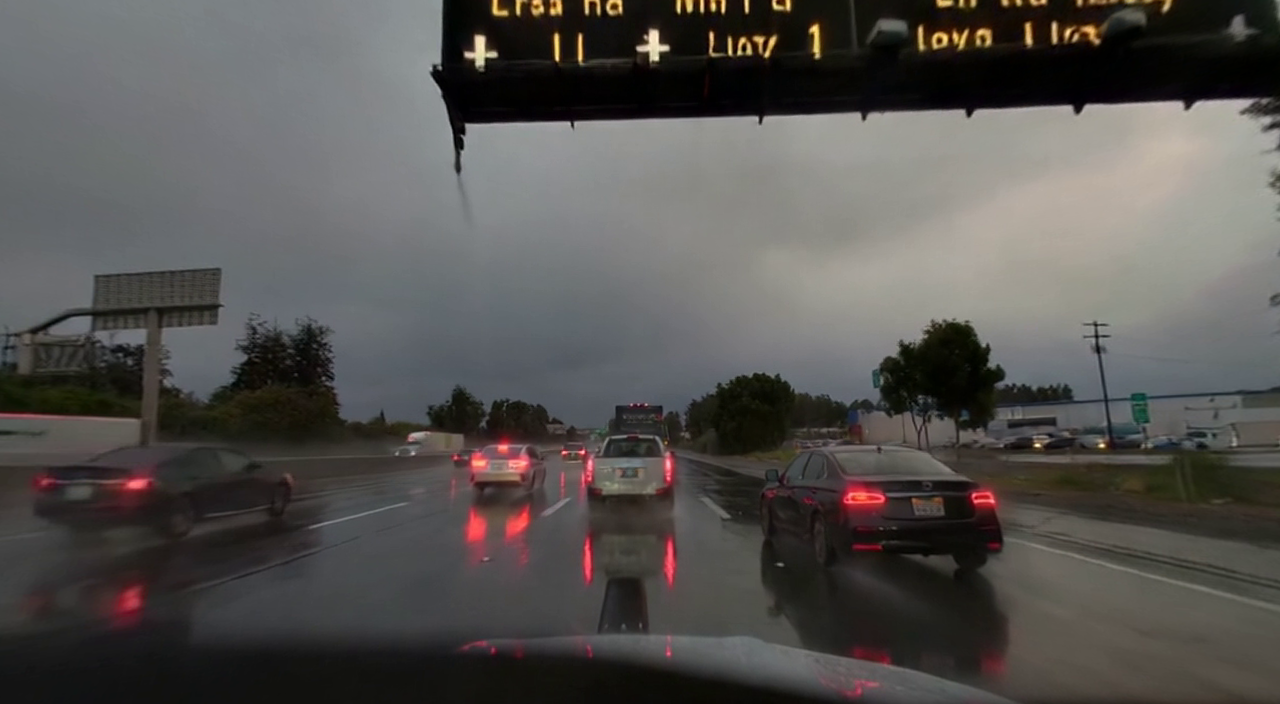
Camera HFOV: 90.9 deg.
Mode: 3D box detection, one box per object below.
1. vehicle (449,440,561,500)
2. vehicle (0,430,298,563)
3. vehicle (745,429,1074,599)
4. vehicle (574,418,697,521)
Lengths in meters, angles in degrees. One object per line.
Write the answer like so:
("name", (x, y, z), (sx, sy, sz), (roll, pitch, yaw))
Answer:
("vehicle", (-3.613, 3.256, 17.870), (2.132, 1.464, 4.481), (0, -9, 1))
("vehicle", (-7.414, 1.978, 9.454), (1.933, 1.476, 4.652), (0, -9, 1))
("vehicle", (2.755, 1.765, 7.850), (2.018, 1.470, 4.491), (0, -9, -1))
("vehicle", (-0.084, 2.361, 13.106), (2.152, 1.779, 3.924), (0, -9, 0))
